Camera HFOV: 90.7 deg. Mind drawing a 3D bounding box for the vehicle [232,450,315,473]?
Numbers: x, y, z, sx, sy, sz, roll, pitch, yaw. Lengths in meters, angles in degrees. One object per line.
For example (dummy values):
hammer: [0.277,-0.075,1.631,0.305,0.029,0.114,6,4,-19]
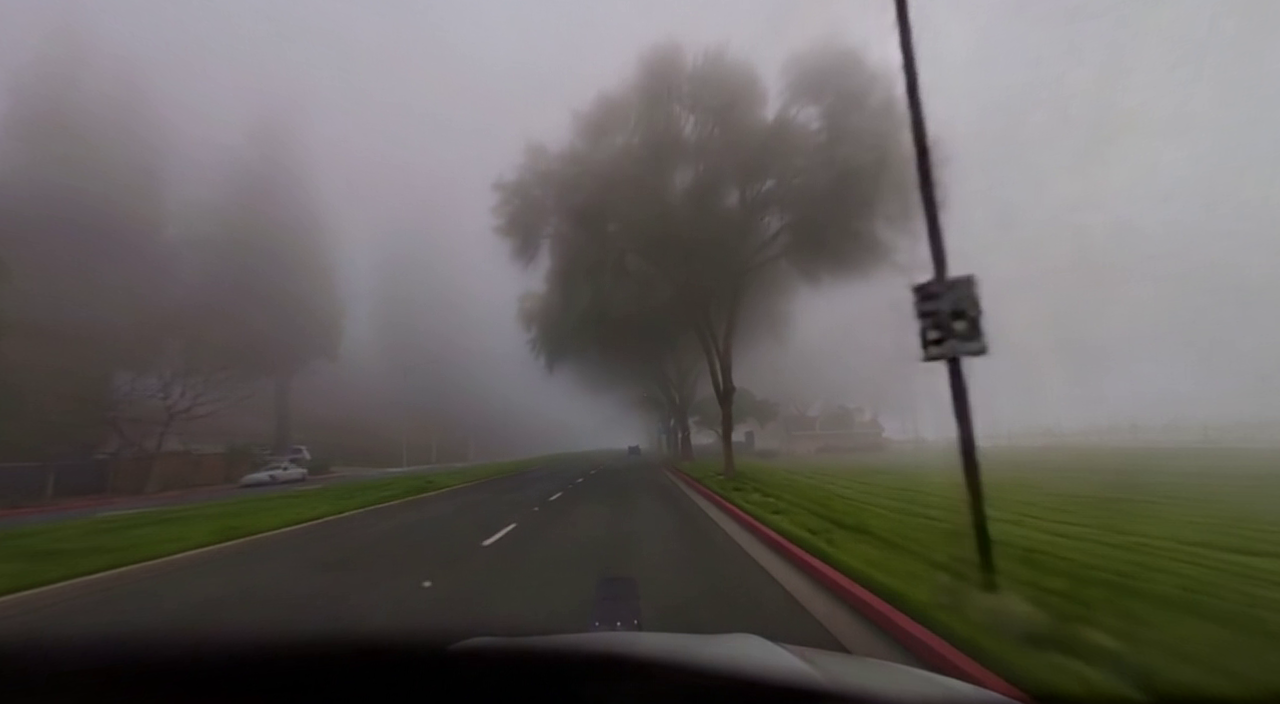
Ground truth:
vehicle: [-24.617,7.334,42.566,4.440,1.460,1.819,0,-8,0]
